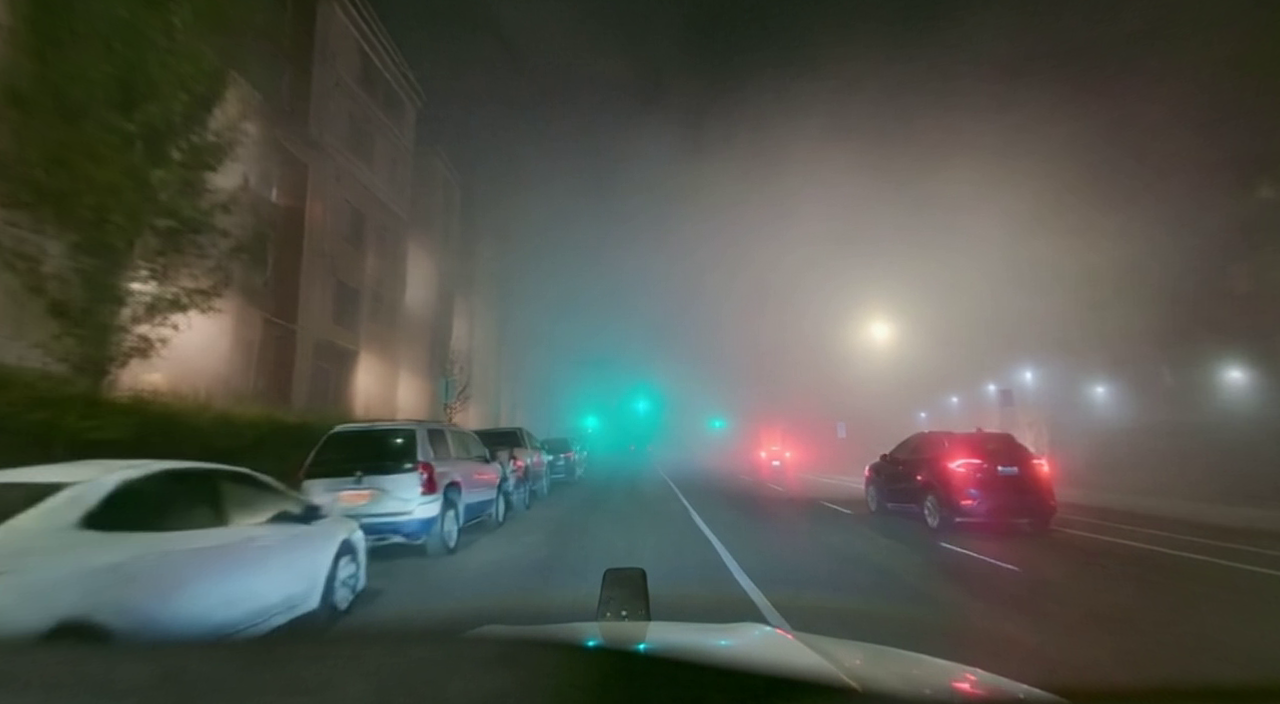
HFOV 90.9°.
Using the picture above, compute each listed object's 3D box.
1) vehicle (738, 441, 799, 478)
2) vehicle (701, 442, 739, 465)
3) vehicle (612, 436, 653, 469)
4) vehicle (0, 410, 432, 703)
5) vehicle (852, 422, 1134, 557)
[{"bbox_3d":[5.406,4.578,26.994,1.799,1.463,3.464,0,-9,-1],"label":"vehicle"},{"bbox_3d":[5.459,6.999,43.584,1.917,1.467,4.452,0,-9,-1],"label":"vehicle"},{"bbox_3d":[-0.391,5.517,34.666,2.122,1.689,3.885,0,-9,0],"label":"vehicle"},{"bbox_3d":[-3.022,1.205,3.876,1.957,1.435,4.662,0,-9,-1],"label":"vehicle"},{"bbox_3d":[4.977,1.983,9.750,1.891,1.599,4.173,0,-9,0],"label":"vehicle"}]
